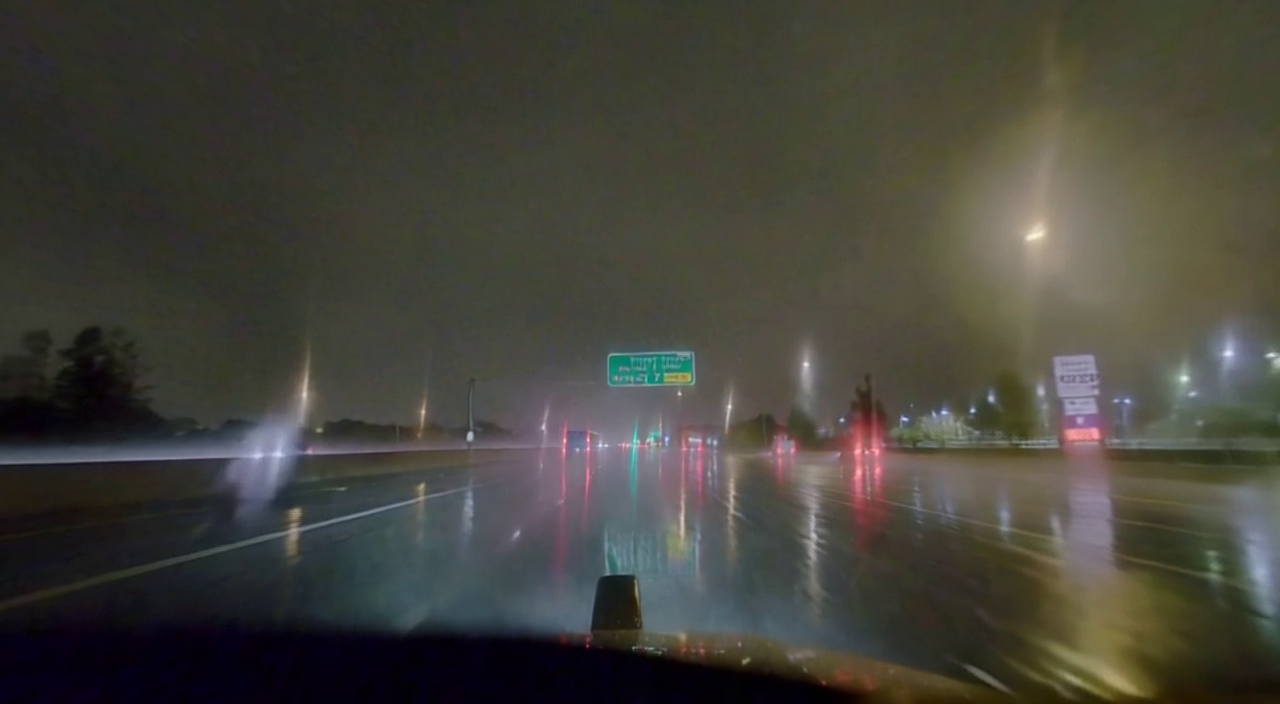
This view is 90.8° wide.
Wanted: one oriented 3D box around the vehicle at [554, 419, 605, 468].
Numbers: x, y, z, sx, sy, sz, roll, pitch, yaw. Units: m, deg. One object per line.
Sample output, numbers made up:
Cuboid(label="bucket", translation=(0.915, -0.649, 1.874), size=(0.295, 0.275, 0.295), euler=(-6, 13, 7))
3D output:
Cuboid(label="vehicle", translation=(-3.789, 6.001, 41.364), size=(2.881, 2.937, 7.045), euler=(0, -9, -2))
